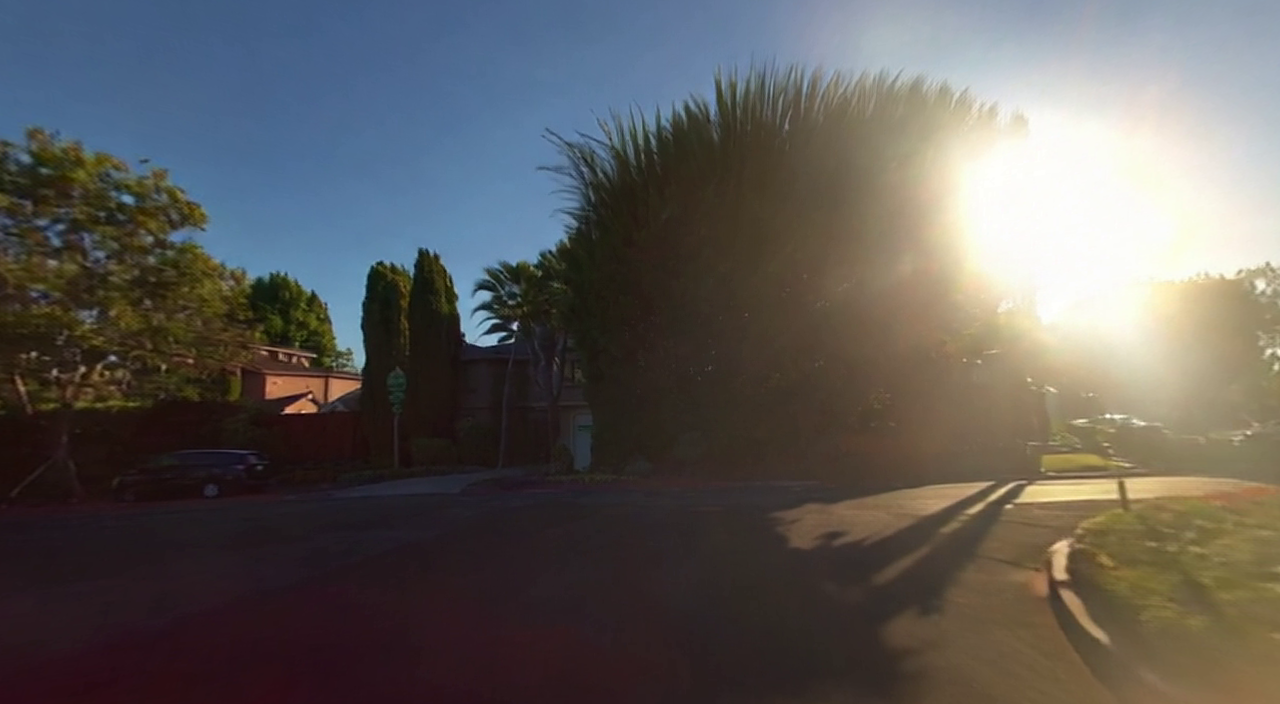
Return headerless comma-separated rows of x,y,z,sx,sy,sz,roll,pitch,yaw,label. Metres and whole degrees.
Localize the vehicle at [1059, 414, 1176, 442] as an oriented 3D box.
27.296,4.341,36.159,5.089,1.517,1.791,0,-7,4,vehicle
